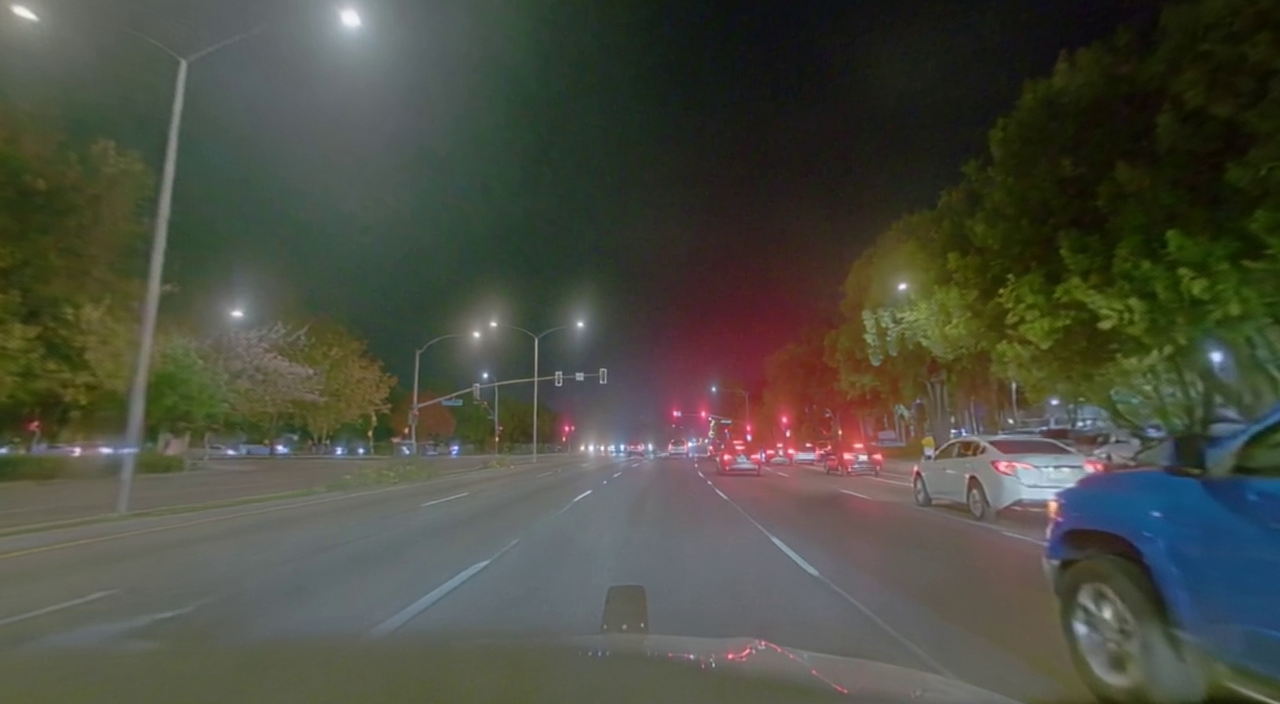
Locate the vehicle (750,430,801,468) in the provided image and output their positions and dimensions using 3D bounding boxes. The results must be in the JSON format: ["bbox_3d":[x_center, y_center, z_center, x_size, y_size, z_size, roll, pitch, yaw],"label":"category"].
[{"bbox_3d":[8.419,6.102,39.791,2.186,2.202,5.426,0,-8,2],"label":"vehicle"}]

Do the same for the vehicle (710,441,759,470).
[{"bbox_3d":[5.393,5.986,36.653,2.292,1.563,4.734,0,-8,2],"label":"vehicle"}]

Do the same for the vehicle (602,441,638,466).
[{"bbox_3d":[-1.303,6.811,42.451,1.958,1.542,4.175,-1,-9,5],"label":"vehicle"}]

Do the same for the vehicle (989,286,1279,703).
[{"bbox_3d":[3.234,0.498,0.789,2.333,1.777,5.713,0,-8,0],"label":"vehicle"}]
